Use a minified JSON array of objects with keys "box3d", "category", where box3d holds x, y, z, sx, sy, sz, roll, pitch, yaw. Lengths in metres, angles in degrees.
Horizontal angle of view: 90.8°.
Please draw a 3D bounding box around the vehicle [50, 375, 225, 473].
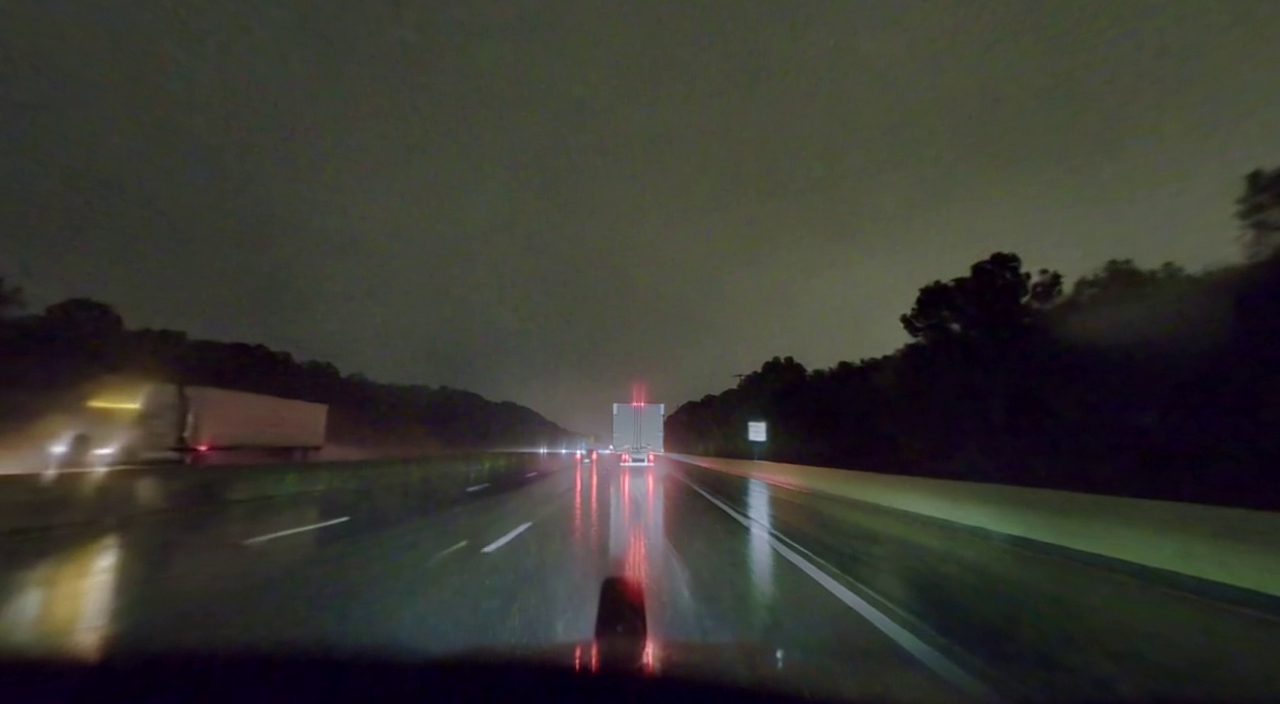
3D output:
[{"box3d":[-22.672,3.403,29.015,2.929,4.000,5.907,0,-9,0],"category":"vehicle"}]
